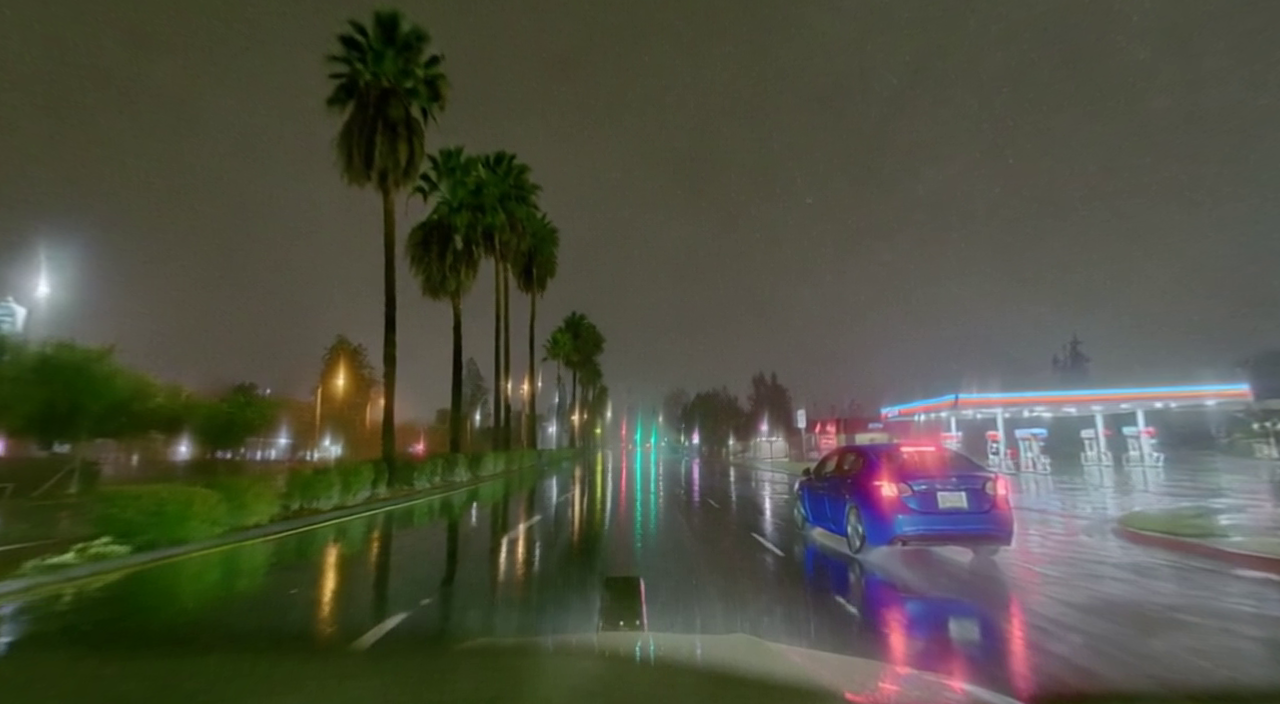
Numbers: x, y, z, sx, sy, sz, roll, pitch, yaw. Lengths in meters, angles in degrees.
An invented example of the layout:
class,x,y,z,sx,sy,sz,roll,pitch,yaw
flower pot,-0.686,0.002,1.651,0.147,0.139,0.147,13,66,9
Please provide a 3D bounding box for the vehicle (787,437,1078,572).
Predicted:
class,x,y,z,sx,sy,sz,roll,pitch,yaw
vehicle,3.711,1.977,9.085,1.978,1.442,4.262,0,-8,-3

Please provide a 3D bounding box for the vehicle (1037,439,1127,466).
class,x,y,z,sx,sy,sz,roll,pitch,yaw
vehicle,28.544,6.511,40.873,4.280,1.637,2.009,0,-9,-2
